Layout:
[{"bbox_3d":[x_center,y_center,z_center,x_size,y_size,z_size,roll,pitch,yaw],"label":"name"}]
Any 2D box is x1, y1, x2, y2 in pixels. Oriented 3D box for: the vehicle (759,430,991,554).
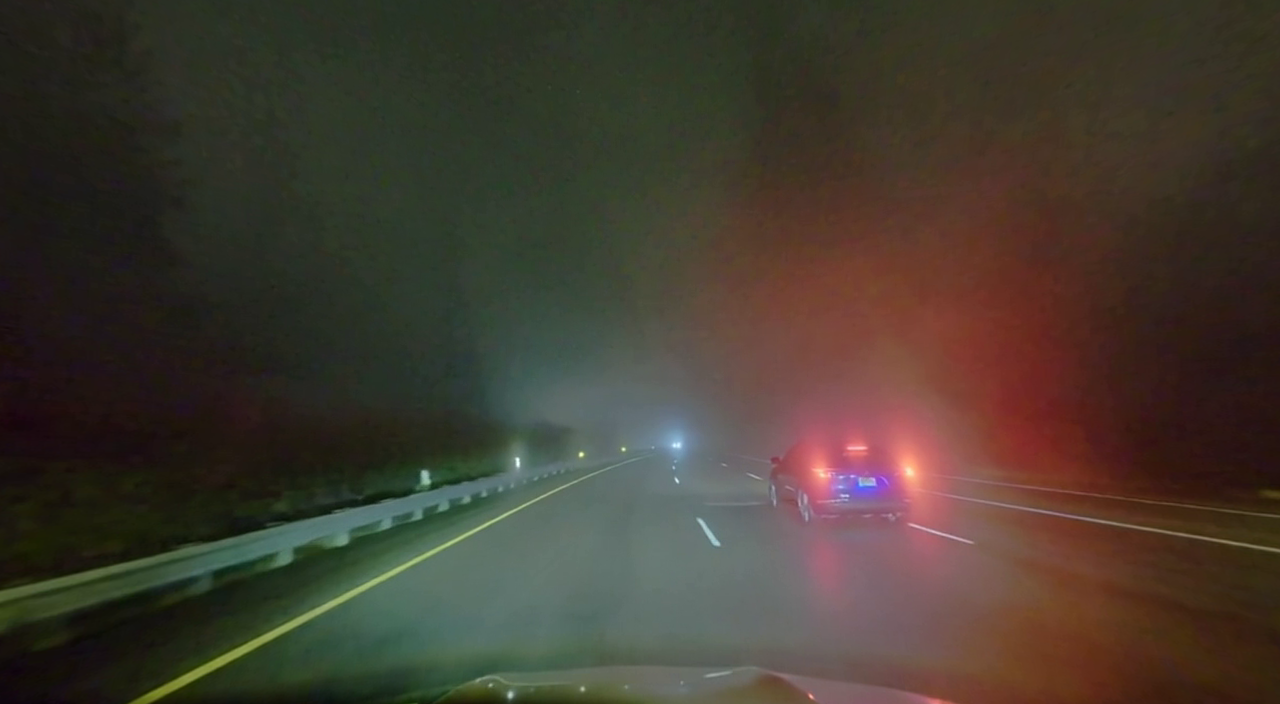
[{"bbox_3d":[3.409,2.105,10.250,2.050,1.546,4.344,0,-8,0],"label":"vehicle"}]
